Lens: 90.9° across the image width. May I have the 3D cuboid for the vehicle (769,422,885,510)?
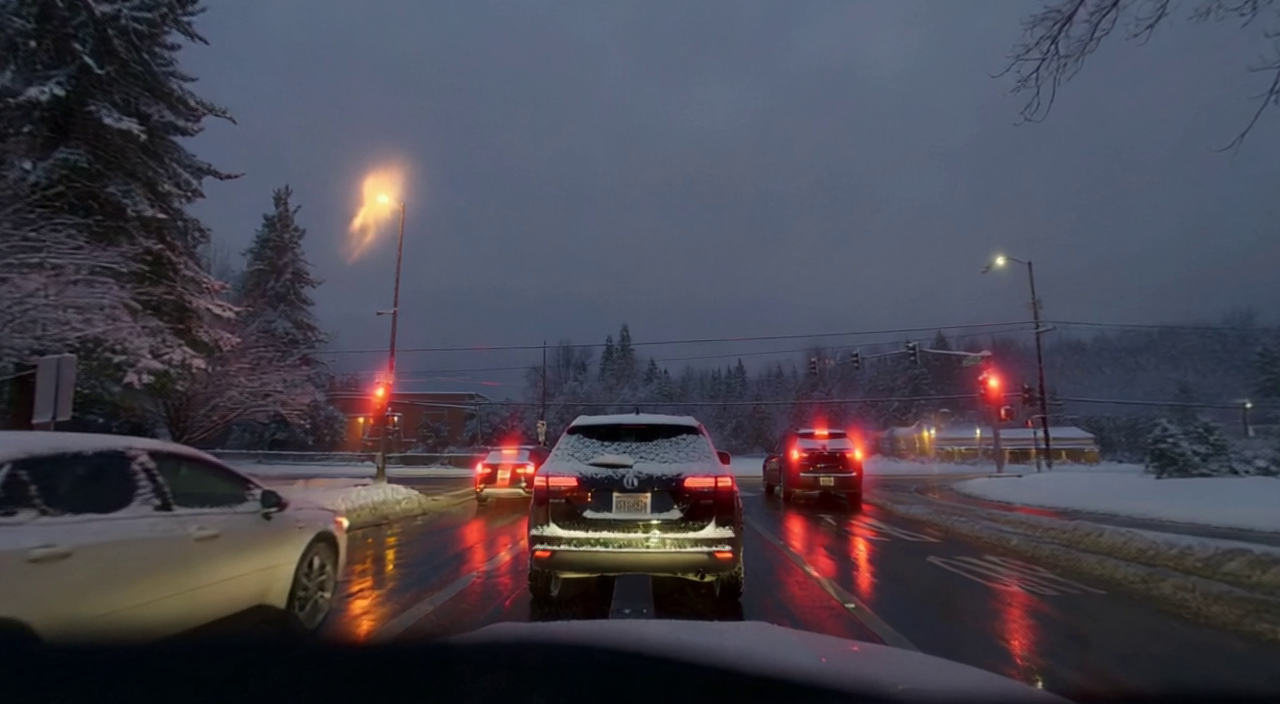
[{"bbox_3d":[4.813,2.992,16.936,2.084,2.053,4.073,-1,-8,4],"label":"vehicle"}]

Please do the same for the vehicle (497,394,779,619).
[{"bbox_3d":[-0.037,1.529,7.183,2.203,1.757,4.286,0,-8,-1],"label":"vehicle"}]

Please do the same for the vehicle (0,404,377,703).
[{"bbox_3d":[-3.352,1.071,3.326,1.913,1.453,4.413,0,-8,2],"label":"vehicle"}]
